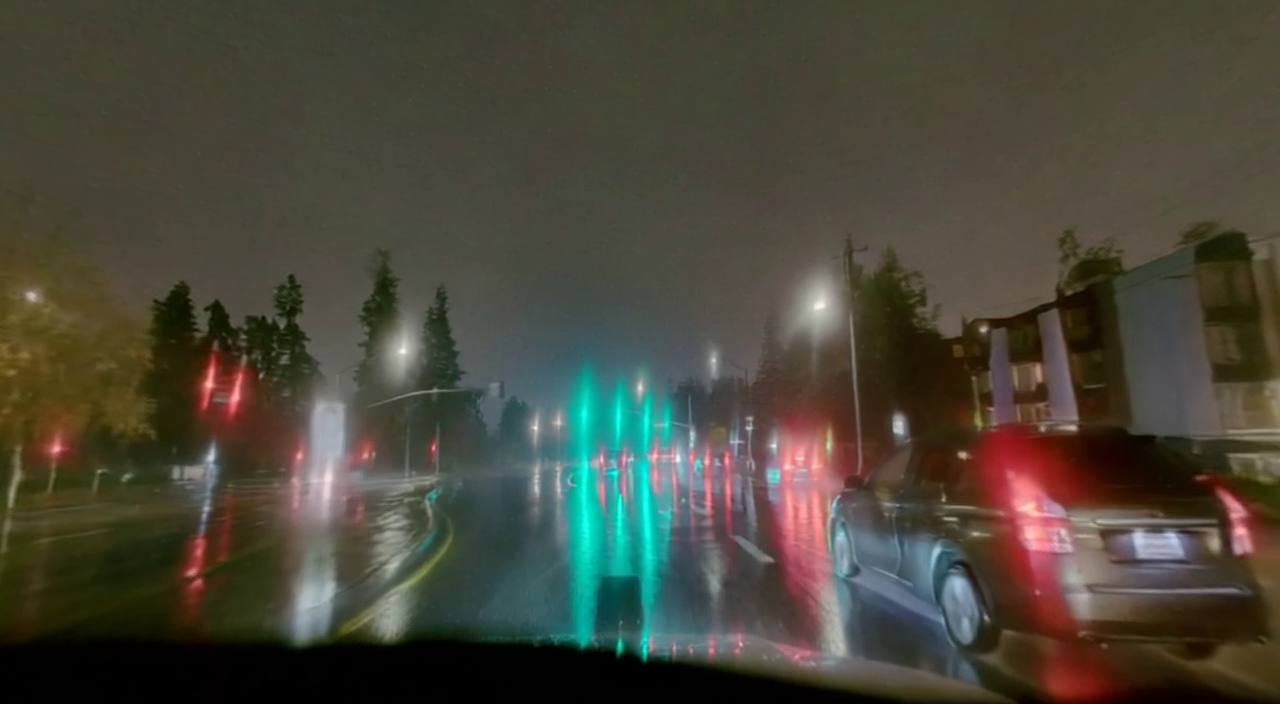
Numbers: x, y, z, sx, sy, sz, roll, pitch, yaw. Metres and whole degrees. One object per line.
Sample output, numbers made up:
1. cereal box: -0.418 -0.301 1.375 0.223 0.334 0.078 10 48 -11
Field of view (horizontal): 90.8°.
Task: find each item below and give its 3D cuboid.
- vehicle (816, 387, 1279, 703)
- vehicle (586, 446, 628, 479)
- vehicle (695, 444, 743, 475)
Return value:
1. vehicle: 3.288 1.387 5.742 1.893 1.664 4.670 0 -9 -2
2. vehicle: -1.798 5.859 33.676 2.101 1.641 4.341 0 -9 -4
3. vehicle: 5.131 7.080 41.801 2.052 1.886 5.297 0 -9 -5
